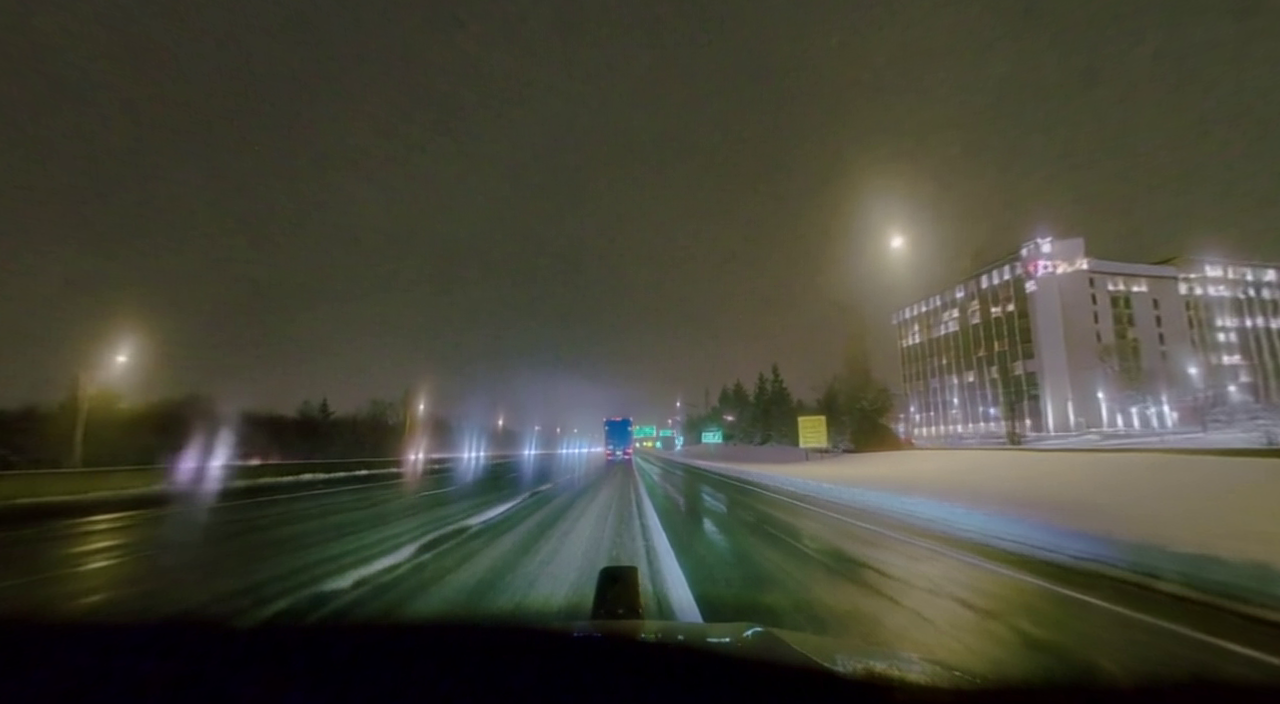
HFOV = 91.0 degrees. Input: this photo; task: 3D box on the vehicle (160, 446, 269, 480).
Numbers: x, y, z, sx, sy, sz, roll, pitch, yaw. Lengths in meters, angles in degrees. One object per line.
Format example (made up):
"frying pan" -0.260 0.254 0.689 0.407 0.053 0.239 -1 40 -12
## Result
"vehicle" -24.418 6.358 36.507 2.165 1.728 5.997 0 -9 0
